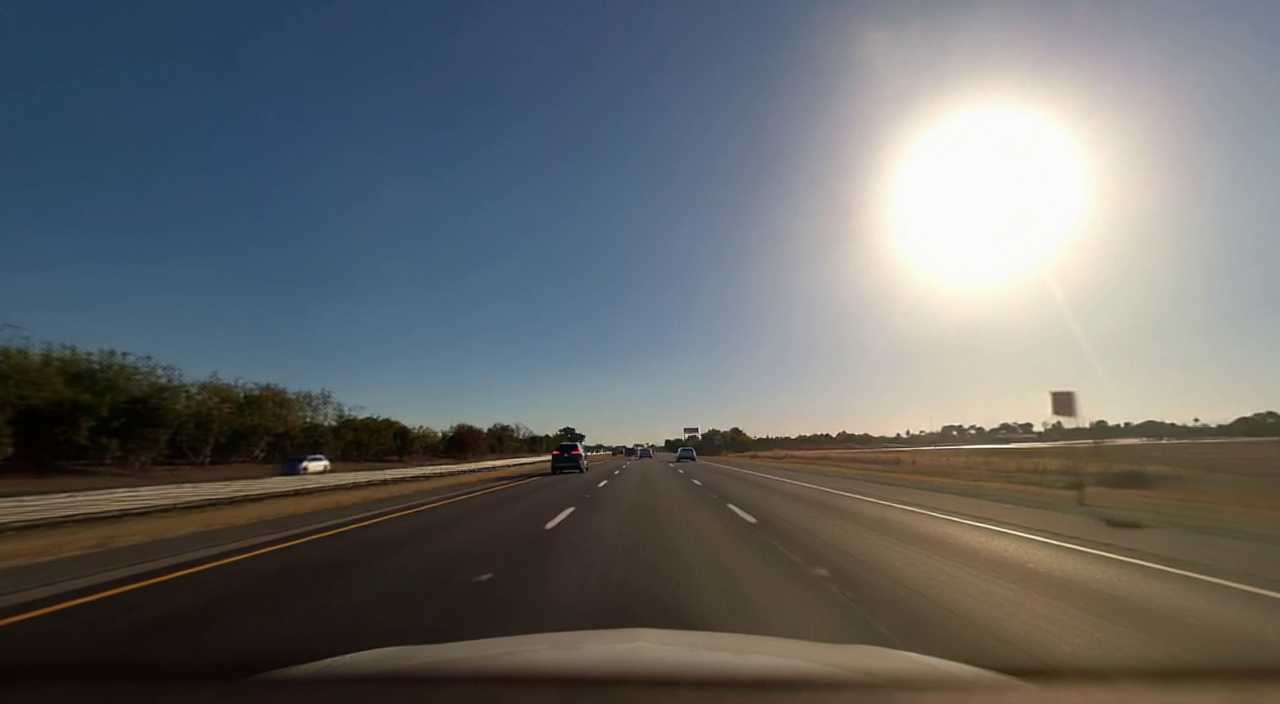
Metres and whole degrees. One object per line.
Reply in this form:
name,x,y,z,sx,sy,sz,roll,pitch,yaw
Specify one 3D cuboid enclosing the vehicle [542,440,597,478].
vehicle,-3.345,5.157,30.550,2.070,1.707,4.309,0,-9,1
